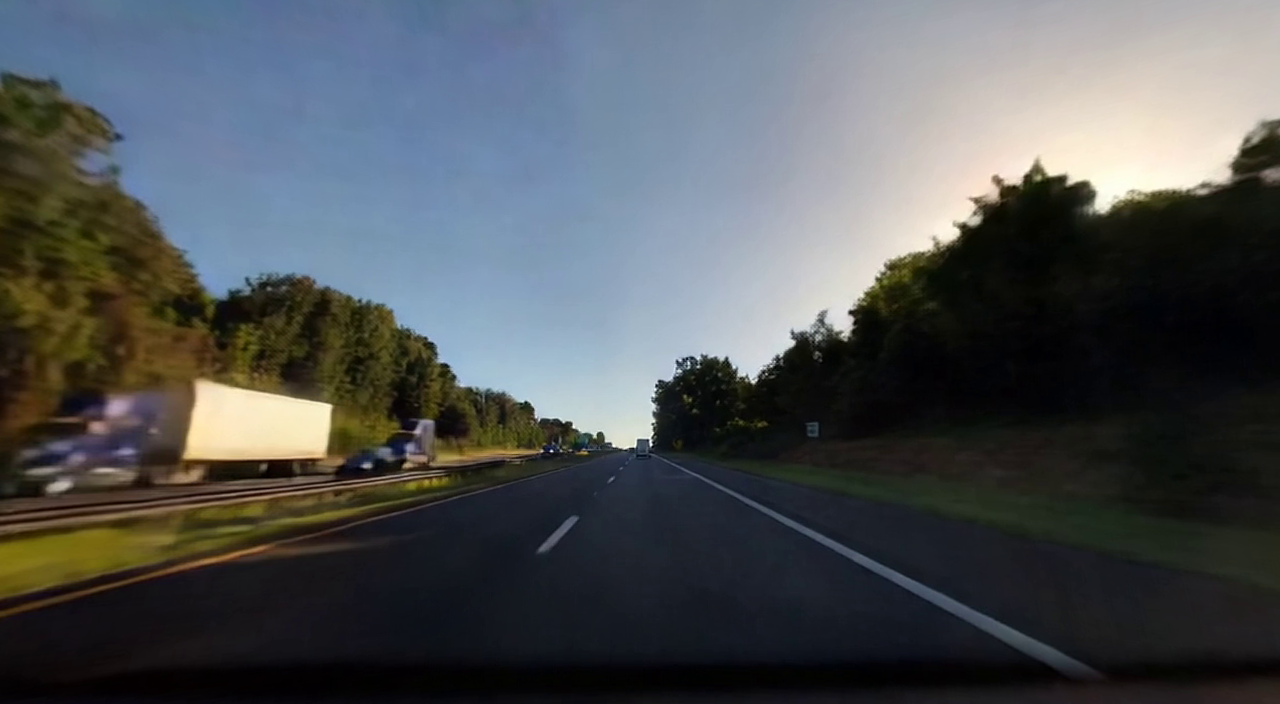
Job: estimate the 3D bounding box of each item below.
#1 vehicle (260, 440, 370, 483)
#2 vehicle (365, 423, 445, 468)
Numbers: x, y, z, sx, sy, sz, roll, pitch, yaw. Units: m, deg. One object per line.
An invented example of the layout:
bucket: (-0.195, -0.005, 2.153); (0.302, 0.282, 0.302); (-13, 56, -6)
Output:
vehicle: (-12.302, 4.166, 24.214); (1.888, 1.462, 4.218); (0, -9, 1)
vehicle: (-15.909, 6.413, 43.291); (2.554, 2.819, 7.254); (0, -9, 1)
